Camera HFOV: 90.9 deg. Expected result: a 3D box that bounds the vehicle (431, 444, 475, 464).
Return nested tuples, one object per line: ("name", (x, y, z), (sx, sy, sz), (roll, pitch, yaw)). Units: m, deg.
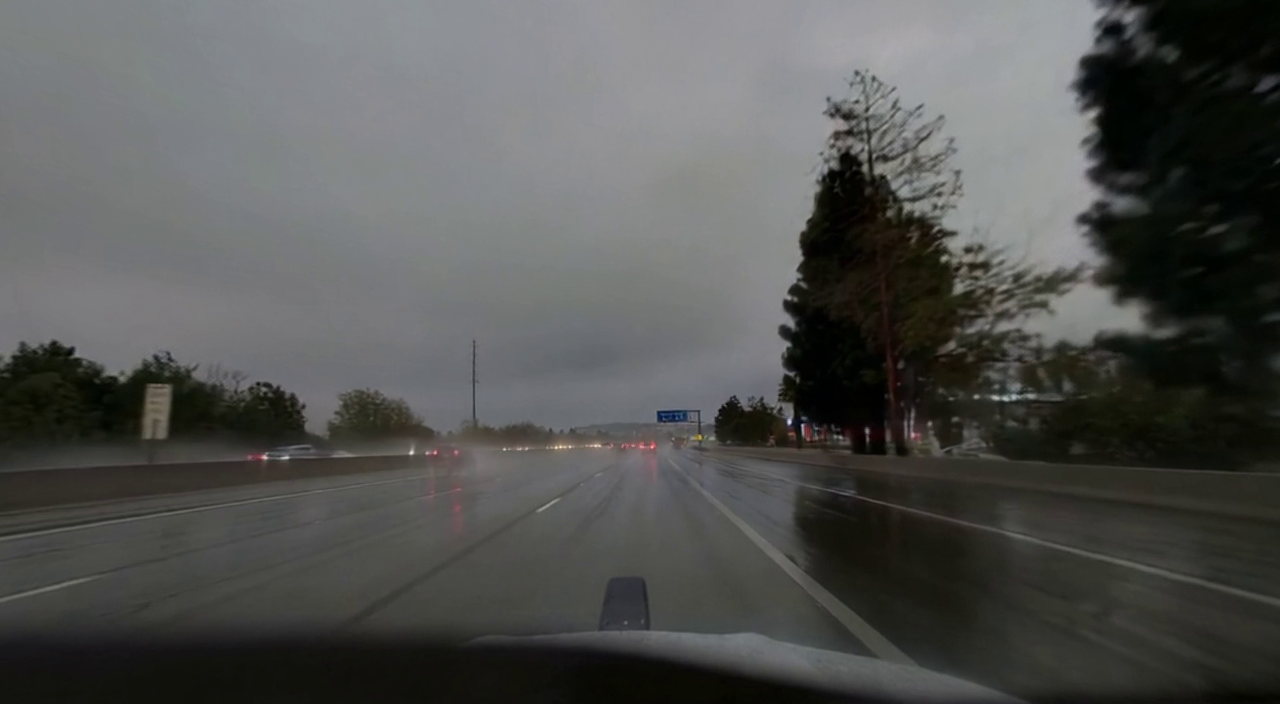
("vehicle", (-14.166, 7.718, 48.014), (1.818, 1.377, 4.419), (-1, -8, 2))
